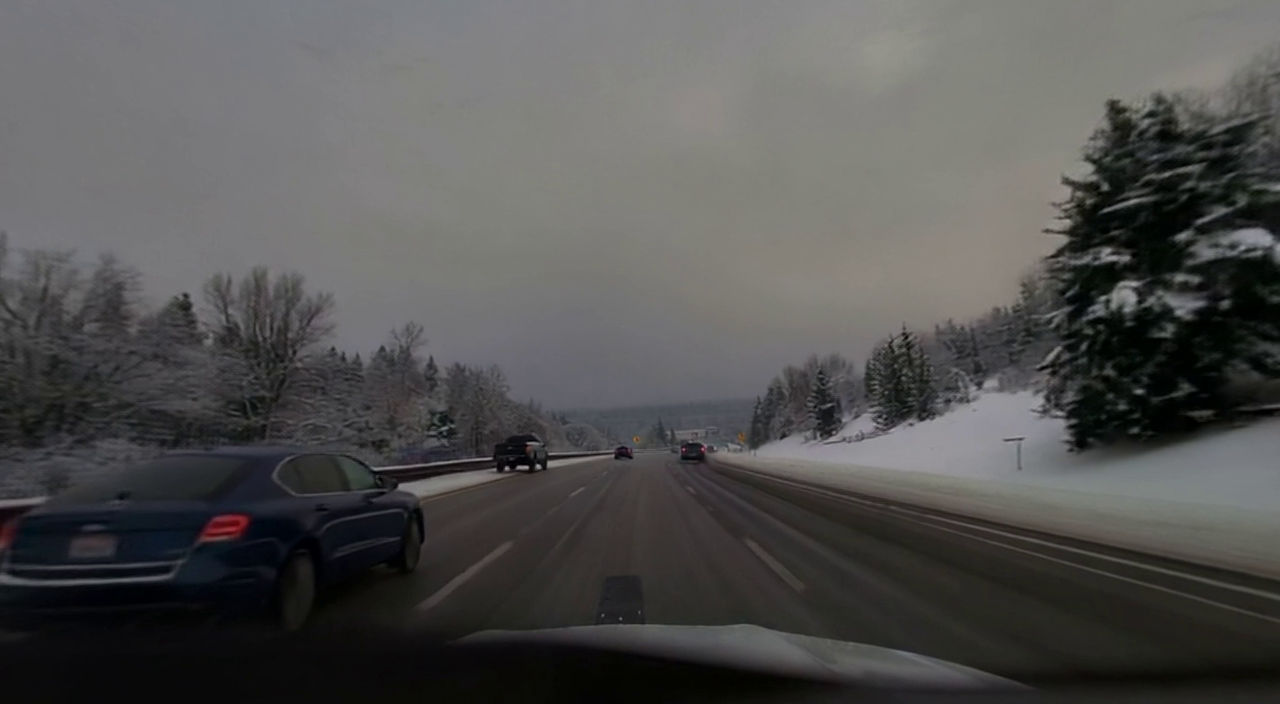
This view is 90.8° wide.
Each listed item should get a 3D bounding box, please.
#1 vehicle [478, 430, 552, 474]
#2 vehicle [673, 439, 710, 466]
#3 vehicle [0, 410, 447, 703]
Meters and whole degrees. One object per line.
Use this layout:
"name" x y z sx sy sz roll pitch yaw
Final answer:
"vehicle" -6.300 5.153 32.721 2.383 2.048 5.875 -1 -9 3
"vehicle" 3.617 7.240 45.497 2.211 1.814 4.404 0 -9 -1
"vehicle" -3.215 1.297 4.615 2.192 1.482 4.454 0 -8 0
